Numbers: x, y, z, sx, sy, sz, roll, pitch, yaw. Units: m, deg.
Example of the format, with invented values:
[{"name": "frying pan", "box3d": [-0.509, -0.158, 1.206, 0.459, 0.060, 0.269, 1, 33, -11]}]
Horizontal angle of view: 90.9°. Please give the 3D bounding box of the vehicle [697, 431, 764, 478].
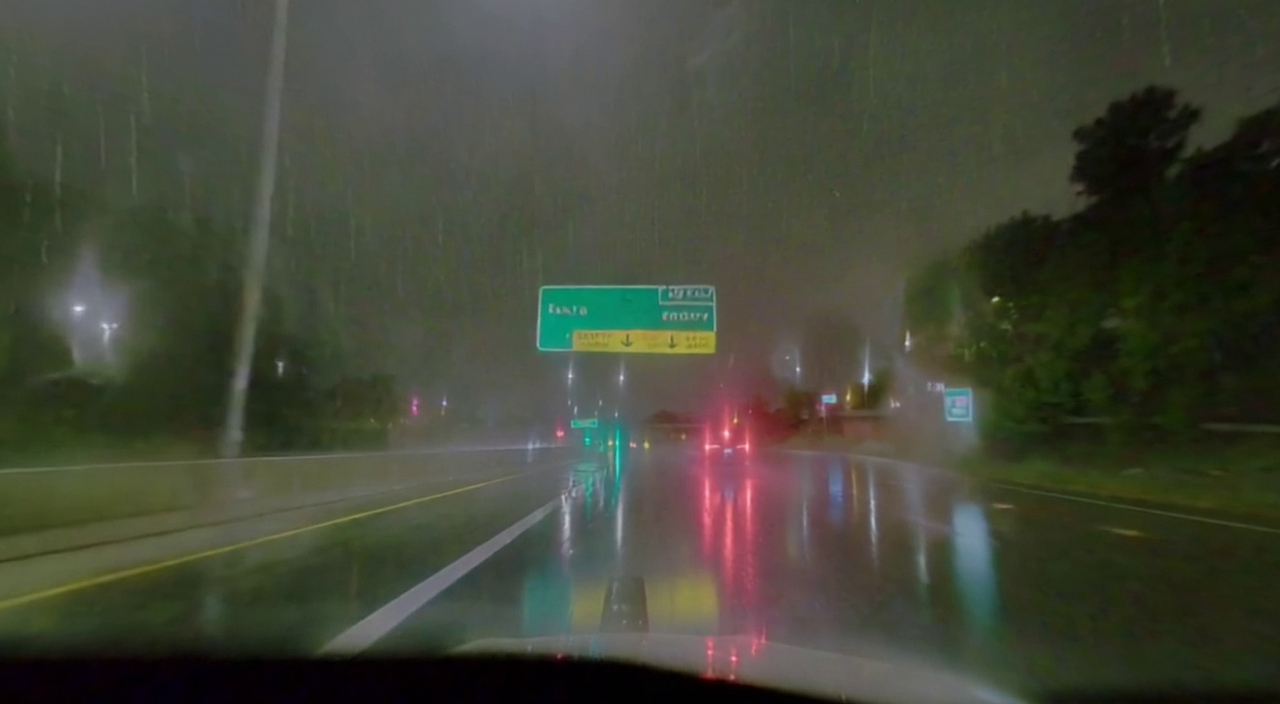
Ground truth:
[{"name": "vehicle", "box3d": [3.590, 4.170, 25.850, 2.039, 1.701, 4.834, 0, -8, 0]}]
